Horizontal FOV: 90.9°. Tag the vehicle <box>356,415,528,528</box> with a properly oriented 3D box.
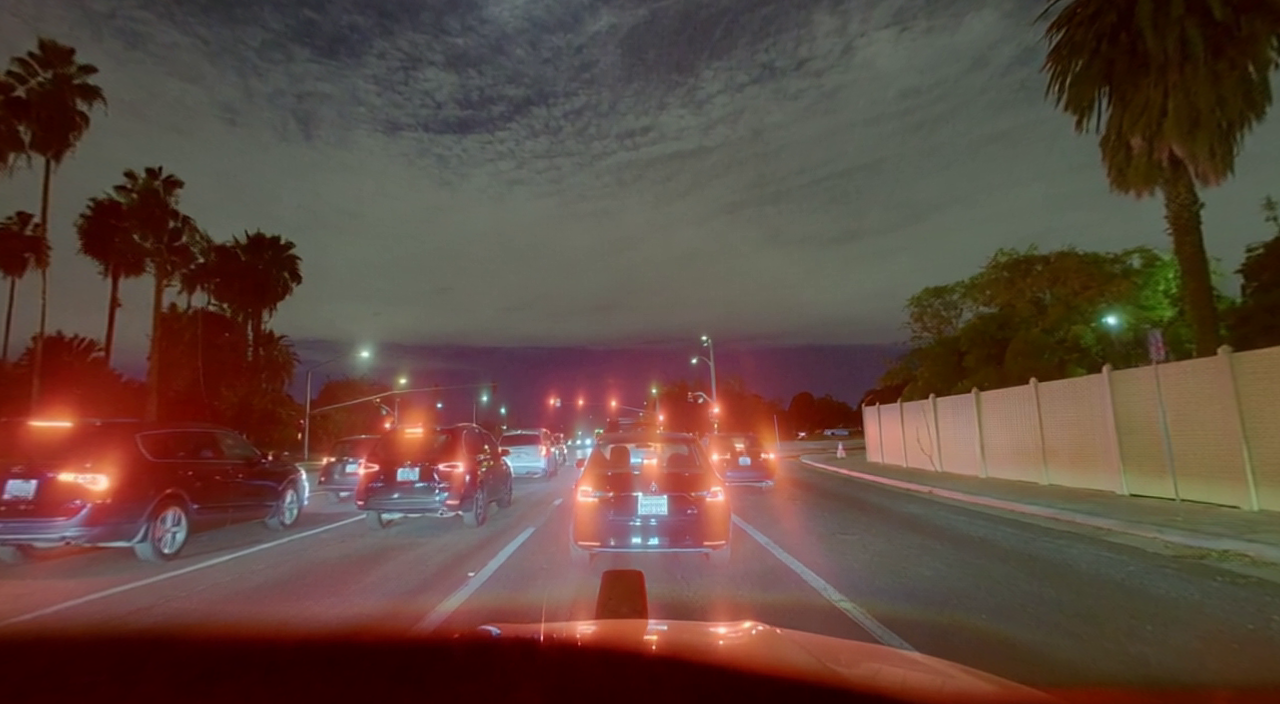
[{"bbox_3d":[-3.462,2.183,11.985,2.007,1.746,4.136,0,-8,-1],"label":"vehicle"}]

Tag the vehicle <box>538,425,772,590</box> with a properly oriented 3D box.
[{"bbox_3d":[0.064,1.736,7.951,2.128,1.473,4.272,0,-8,-2],"label":"vehicle"}]

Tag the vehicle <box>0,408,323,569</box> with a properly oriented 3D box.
[{"bbox_3d":[-6.681,1.808,9.109,1.963,1.721,4.467,0,-8,-2],"label":"vehicle"}]
